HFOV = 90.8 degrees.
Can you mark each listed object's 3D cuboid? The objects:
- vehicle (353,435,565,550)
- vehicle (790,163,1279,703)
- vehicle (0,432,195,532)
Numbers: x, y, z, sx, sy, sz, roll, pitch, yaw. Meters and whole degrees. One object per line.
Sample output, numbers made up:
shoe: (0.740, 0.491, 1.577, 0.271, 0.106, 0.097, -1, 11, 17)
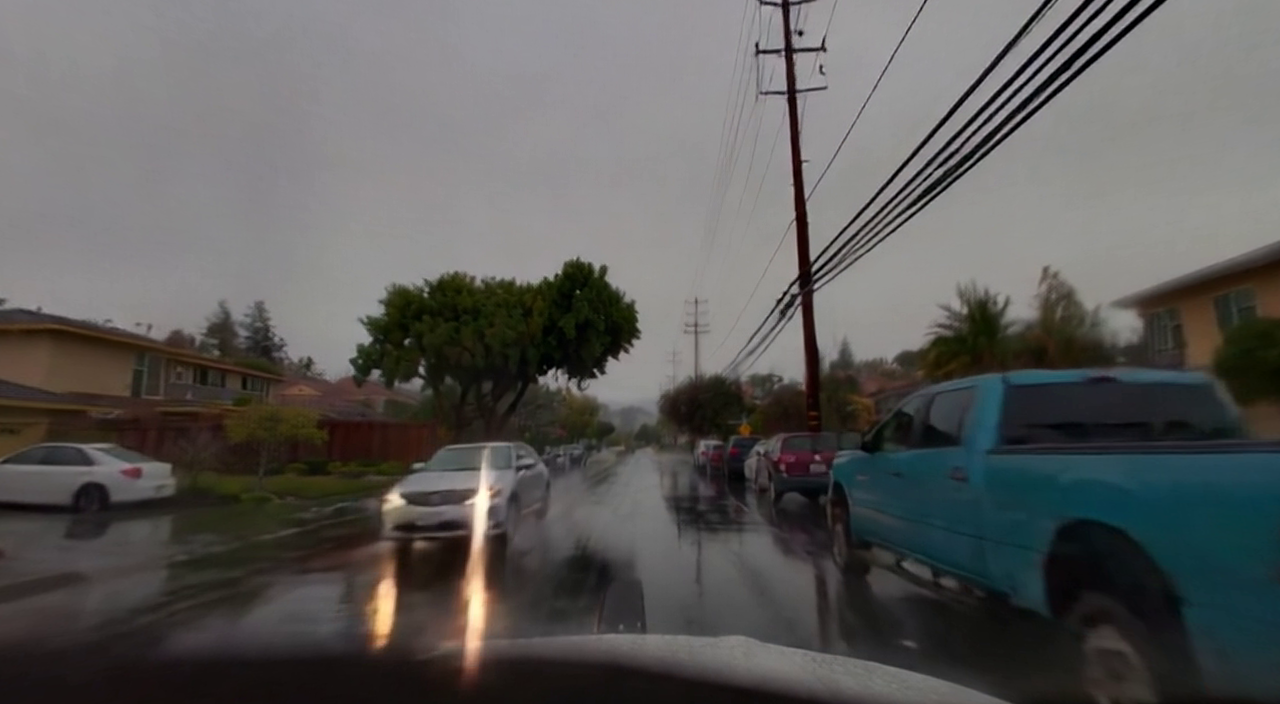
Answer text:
vehicle: (-2.734, 2.246, 10.853, 2.213, 1.548, 4.370, 0, -9, 2)
vehicle: (2.943, 0.916, 4.209, 2.437, 2.015, 6.511, 0, -9, 1)
vehicle: (-14.012, 2.779, 13.897, 6.607, 1.954, 2.467, 0, -9, 2)
